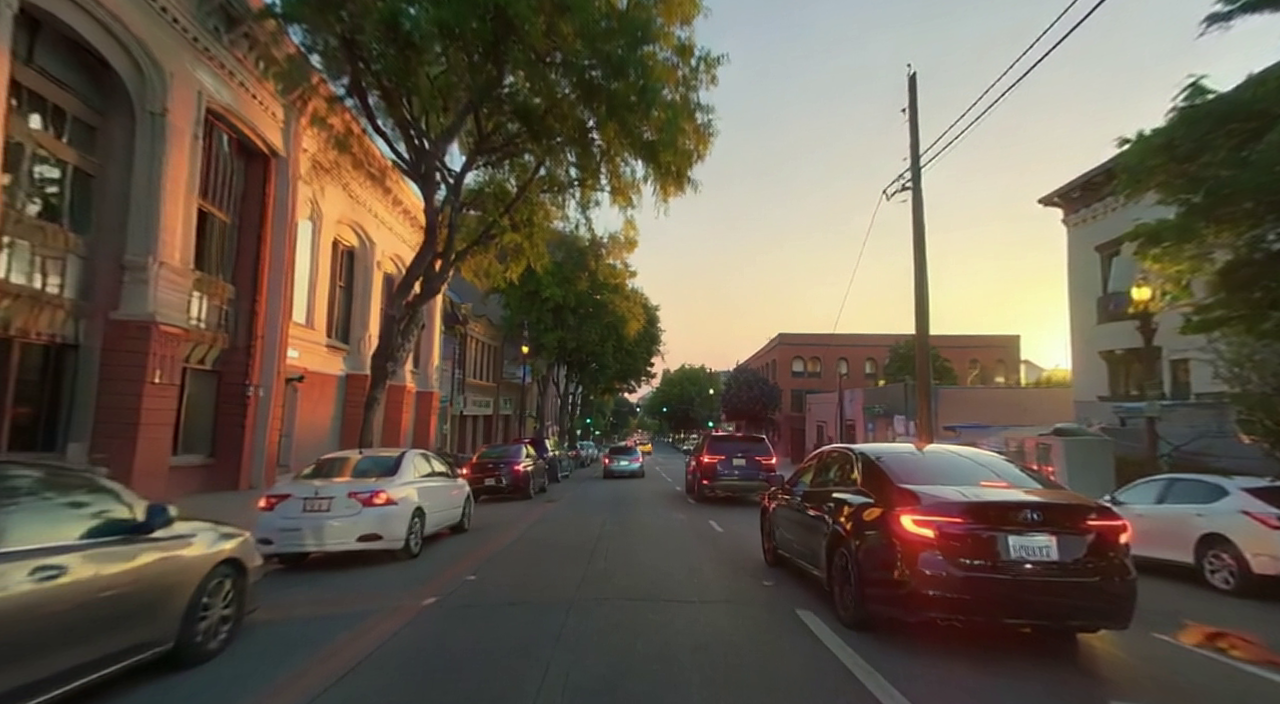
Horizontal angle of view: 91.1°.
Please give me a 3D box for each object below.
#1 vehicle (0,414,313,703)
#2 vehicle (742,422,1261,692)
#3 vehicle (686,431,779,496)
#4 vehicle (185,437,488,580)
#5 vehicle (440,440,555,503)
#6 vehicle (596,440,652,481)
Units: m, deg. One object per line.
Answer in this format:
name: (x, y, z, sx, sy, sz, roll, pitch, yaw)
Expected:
vehicle: (-3.557, 1.033, 2.670, 1.955, 1.504, 4.618, 0, -8, -2)
vehicle: (2.435, 1.501, 5.918, 2.080, 1.495, 4.591, 0, -8, -1)
vehicle: (2.645, 3.310, 19.090, 2.002, 1.707, 4.547, 0, -8, -1)
vehicle: (-3.679, 1.953, 8.753, 1.954, 1.462, 4.407, 0, -8, 1)
vehicle: (-3.698, 3.188, 17.270, 1.972, 1.471, 4.795, 0, -8, 1)
vehicle: (-0.587, 4.146, 24.279, 2.007, 1.460, 3.923, 0, -8, 0)
